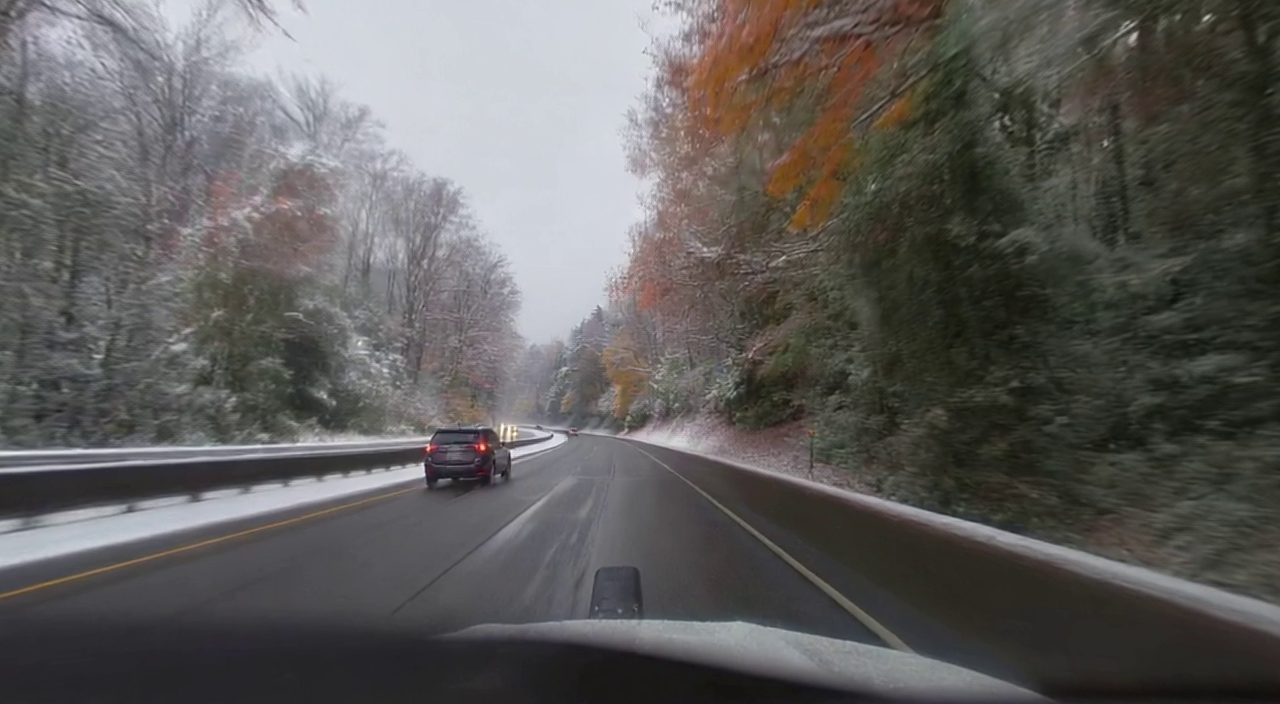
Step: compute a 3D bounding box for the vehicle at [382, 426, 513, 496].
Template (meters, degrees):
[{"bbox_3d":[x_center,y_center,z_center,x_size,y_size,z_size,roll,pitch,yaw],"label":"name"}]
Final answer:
[{"bbox_3d":[-4.774,2.740,16.355,2.073,1.559,4.393,0,-8,-1],"label":"vehicle"}]
